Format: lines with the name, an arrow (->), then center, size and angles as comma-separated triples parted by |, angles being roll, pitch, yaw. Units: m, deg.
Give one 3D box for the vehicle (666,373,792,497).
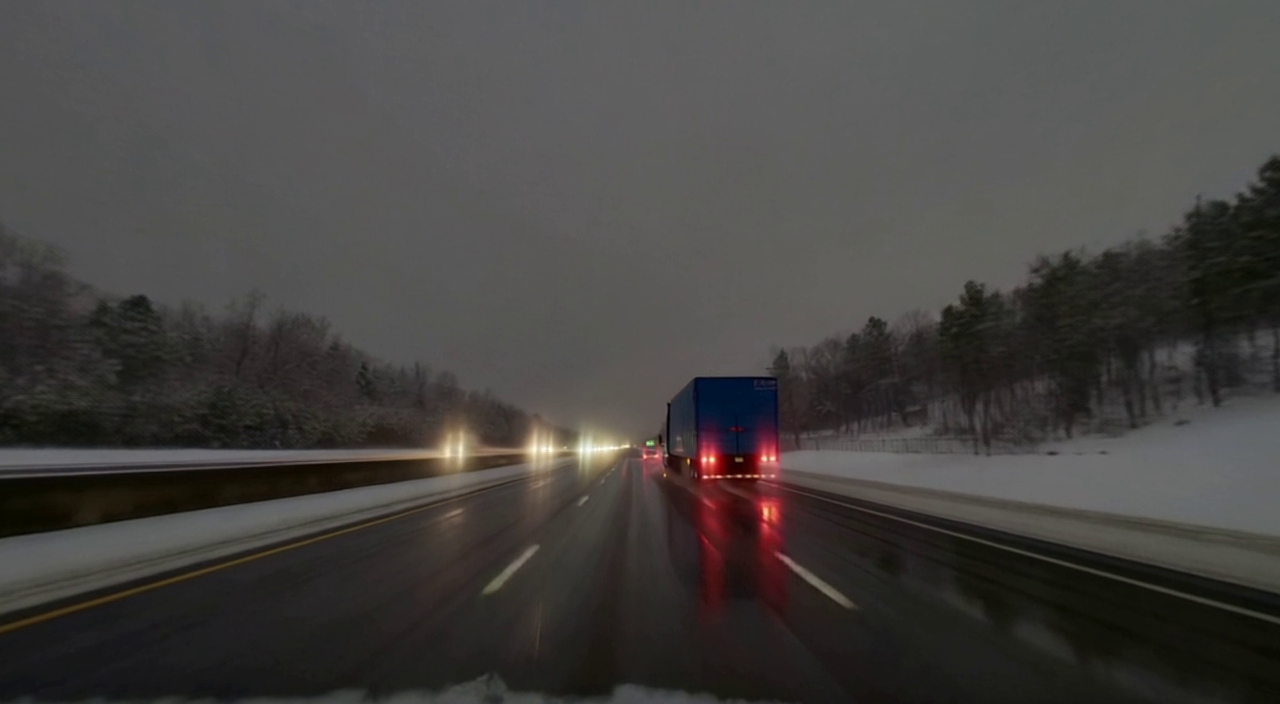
vehicle -> 3.334, 4.073, 29.635 | 3.462, 4.177, 16.311 | 0, -9, 0
